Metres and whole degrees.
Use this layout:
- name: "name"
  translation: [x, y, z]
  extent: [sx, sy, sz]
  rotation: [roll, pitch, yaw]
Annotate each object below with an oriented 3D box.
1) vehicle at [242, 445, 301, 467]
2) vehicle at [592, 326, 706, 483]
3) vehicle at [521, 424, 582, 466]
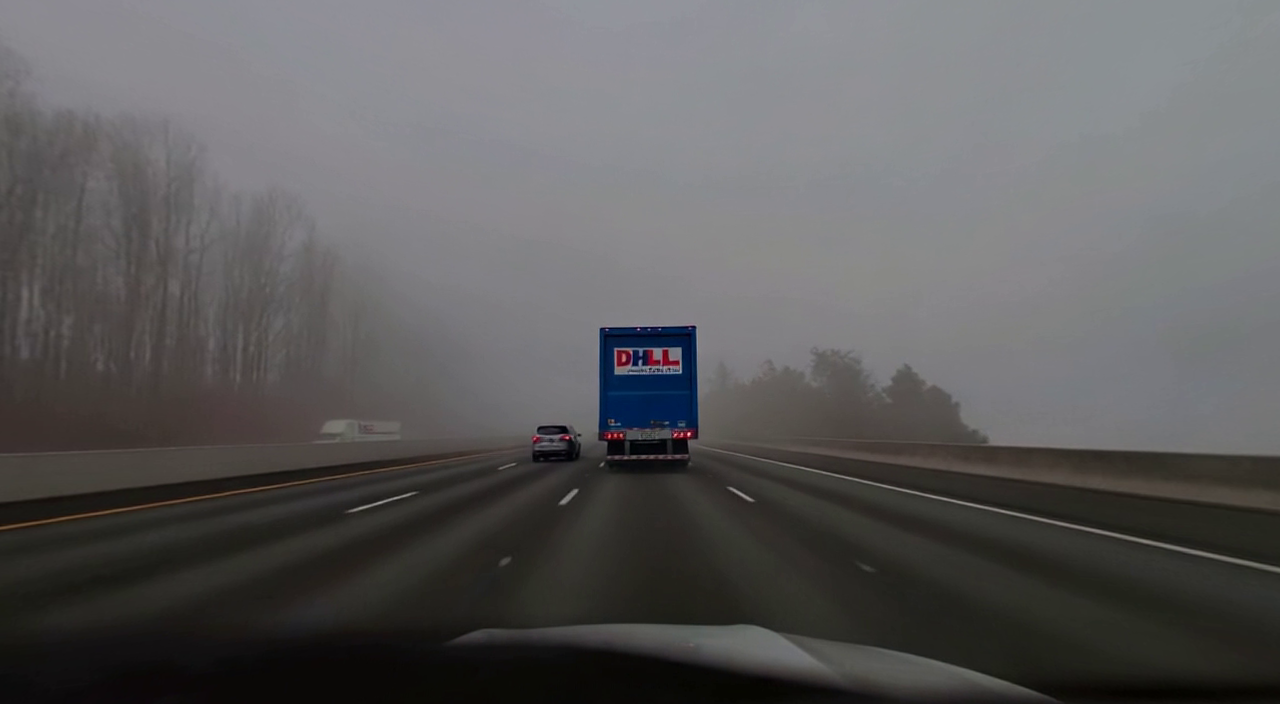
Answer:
- name: "vehicle"
  translation: [-26.655, 7.504, 45.602]
  extent: [1.788, 1.507, 4.100]
  rotation: [0, -8, 0]
- name: "vehicle"
  translation: [0.152, 1.972, 21.341]
  extent: [3.011, 4.211, 8.926]
  rotation: [0, -8, -1]
- name: "vehicle"
  translation: [-4.100, 4.382, 29.937]
  extent: [2.394, 1.787, 5.186]
  rotation: [0, -8, -3]
